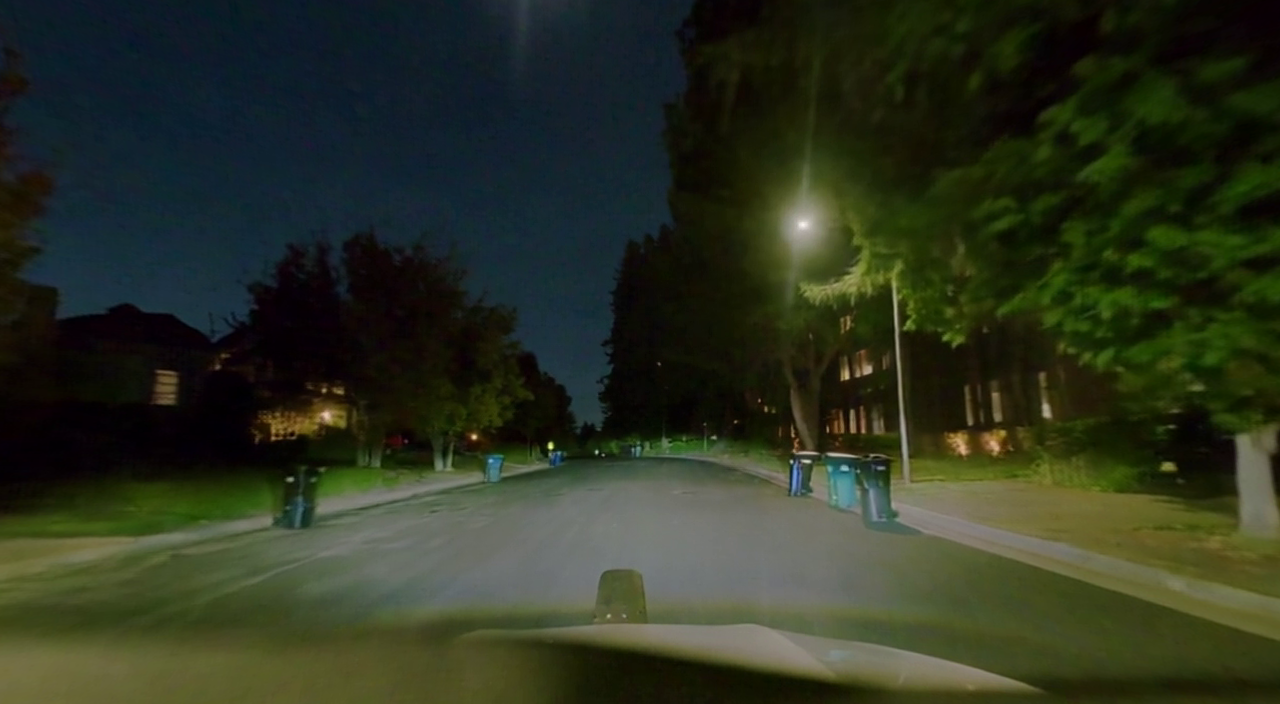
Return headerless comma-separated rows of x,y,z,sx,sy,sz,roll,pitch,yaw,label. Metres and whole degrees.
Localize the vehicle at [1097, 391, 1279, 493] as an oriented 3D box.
12.293,1.839,12.804,4.581,1.853,2.024,2,-8,-7,vehicle
